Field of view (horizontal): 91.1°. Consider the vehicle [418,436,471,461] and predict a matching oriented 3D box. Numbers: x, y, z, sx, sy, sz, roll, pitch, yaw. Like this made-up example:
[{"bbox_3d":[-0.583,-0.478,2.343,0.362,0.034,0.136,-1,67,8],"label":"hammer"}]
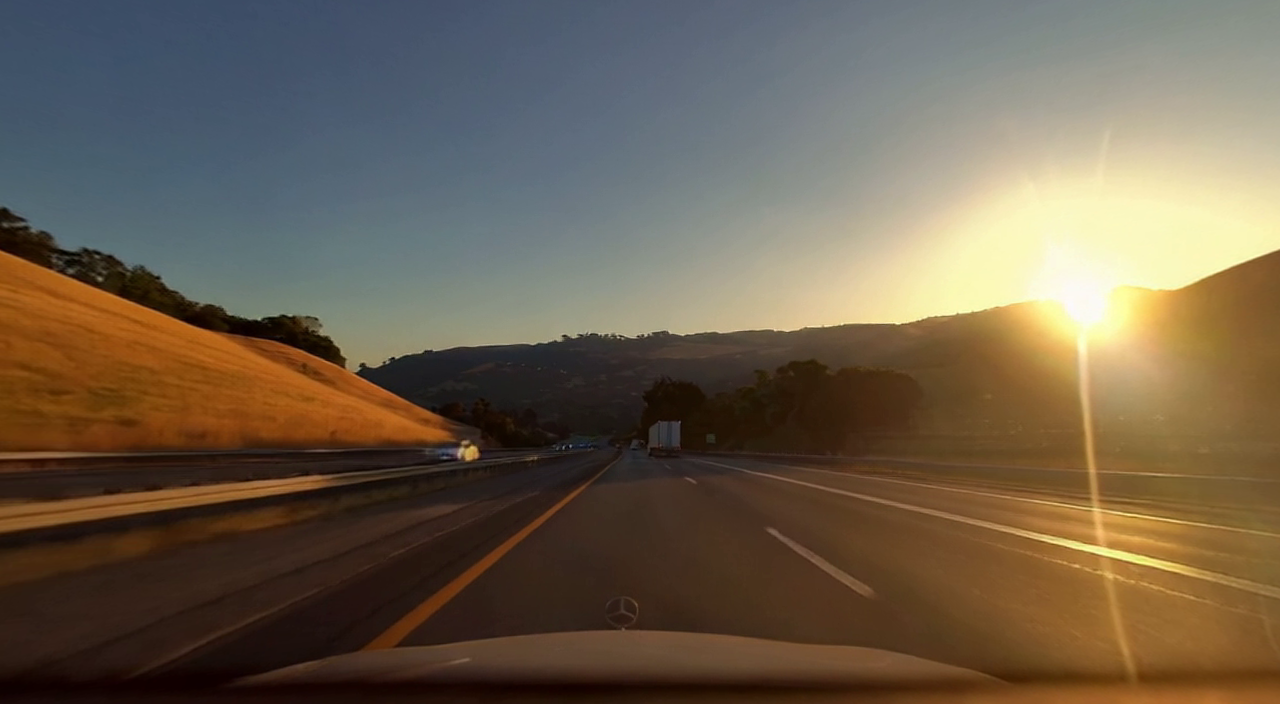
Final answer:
[{"bbox_3d":[-12.829,6.381,41.518,1.985,1.509,4.745,0,-9,0],"label":"vehicle"}]
